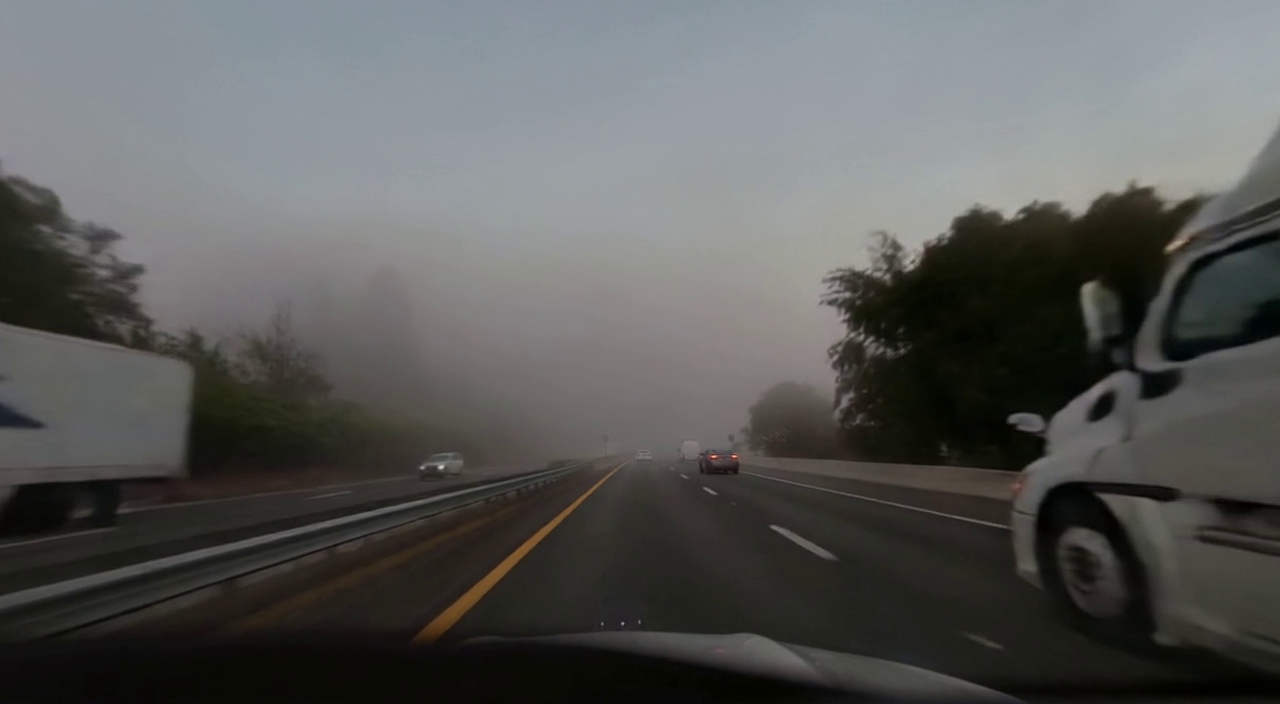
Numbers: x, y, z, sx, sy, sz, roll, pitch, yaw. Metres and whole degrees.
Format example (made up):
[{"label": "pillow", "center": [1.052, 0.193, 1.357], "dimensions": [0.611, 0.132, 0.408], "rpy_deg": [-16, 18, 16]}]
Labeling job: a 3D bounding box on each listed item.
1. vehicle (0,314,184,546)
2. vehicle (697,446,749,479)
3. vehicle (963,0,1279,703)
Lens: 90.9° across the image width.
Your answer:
[{"label": "vehicle", "center": [-13.003, 1.015, 8.833], "dimensions": [2.898, 4.144, 13.929], "rpy_deg": [0, -9, -1]}, {"label": "vehicle", "center": [4.139, 5.557, 32.012], "dimensions": [2.043, 1.542, 3.881], "rpy_deg": [0, -9, -1]}, {"label": "vehicle", "center": [4.521, -0.243, 2.552], "dimensions": [3.017, 3.908, 5.973], "rpy_deg": [0, -9, -1]}]
